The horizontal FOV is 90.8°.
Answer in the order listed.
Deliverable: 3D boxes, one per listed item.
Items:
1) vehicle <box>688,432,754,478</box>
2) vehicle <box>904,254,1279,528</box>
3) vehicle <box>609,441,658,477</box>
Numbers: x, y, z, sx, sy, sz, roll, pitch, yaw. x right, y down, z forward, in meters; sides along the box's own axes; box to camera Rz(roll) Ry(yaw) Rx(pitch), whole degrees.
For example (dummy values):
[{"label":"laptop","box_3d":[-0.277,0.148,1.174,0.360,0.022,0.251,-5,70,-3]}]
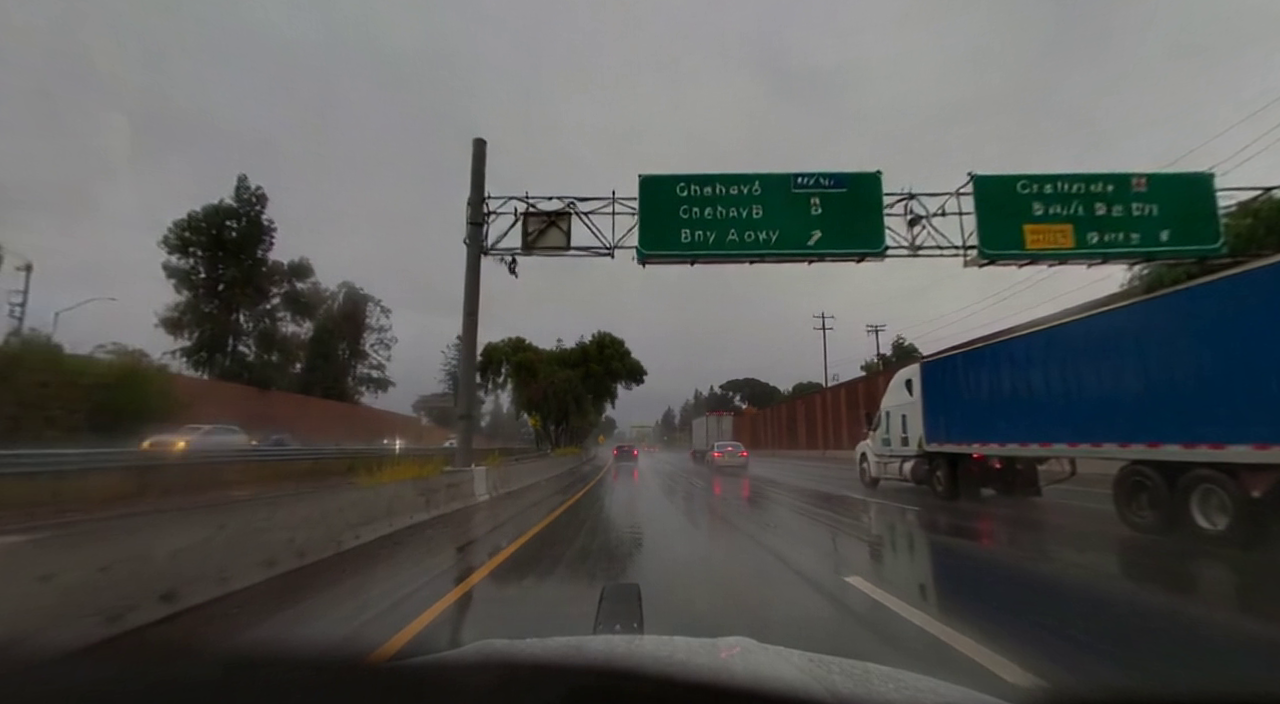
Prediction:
[{"label":"vehicle","box_3d":[3.477,4.513,27.953,2.114,1.849,4.692,0,-9,-2]},{"label":"vehicle","box_3d":[11.170,1.404,15.048,2.914,4.134,15.553,0,-8,-1]},{"label":"vehicle","box_3d":[-0.317,4.830,28.715,2.083,1.477,3.965,0,-9,-2]}]
